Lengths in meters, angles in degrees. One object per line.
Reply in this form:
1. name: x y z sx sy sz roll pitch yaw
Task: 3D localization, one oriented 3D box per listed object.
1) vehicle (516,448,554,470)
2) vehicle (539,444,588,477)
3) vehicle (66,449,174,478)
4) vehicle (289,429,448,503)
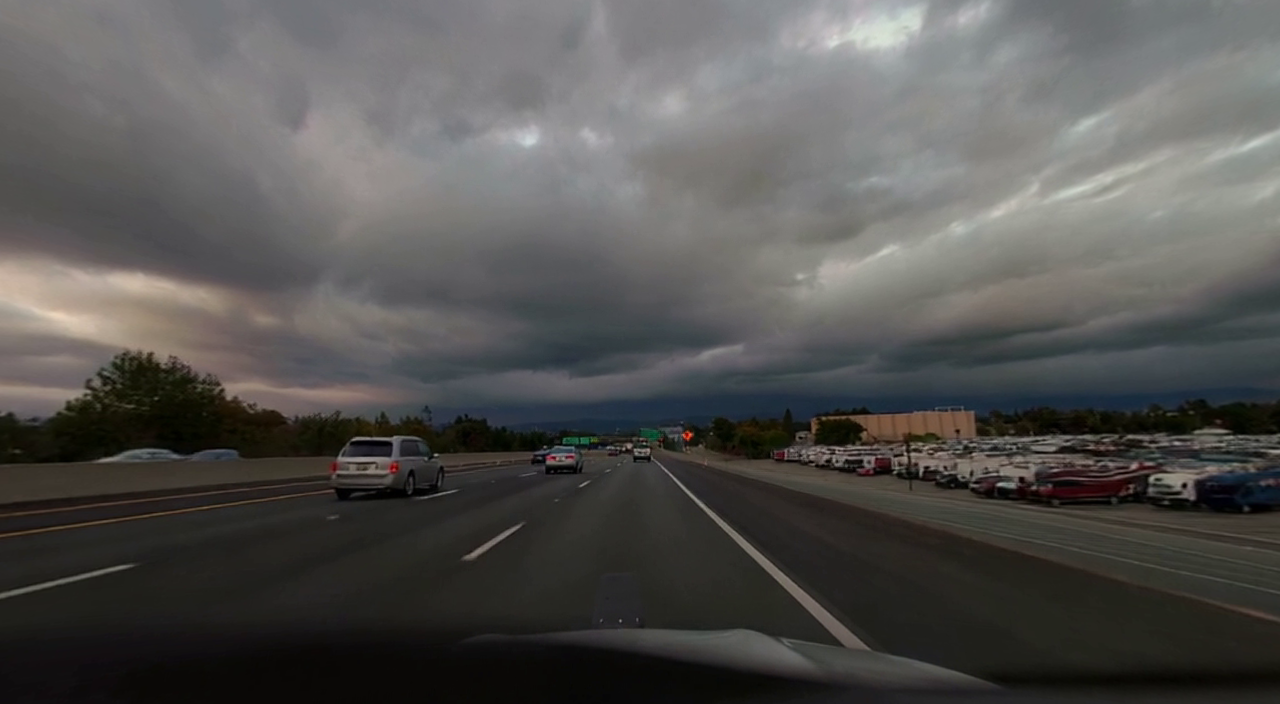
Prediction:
1. vehicle: -7.627 7.794 46.063 1.991 1.538 4.360 0 -9 0
2. vehicle: -4.044 5.816 33.985 2.070 1.665 4.213 0 -9 1
3. vehicle: -36.690 7.853 44.721 2.283 1.840 6.279 0 -9 1
4. vehicle: -7.515 3.224 18.253 2.159 1.807 5.422 0 -9 0
